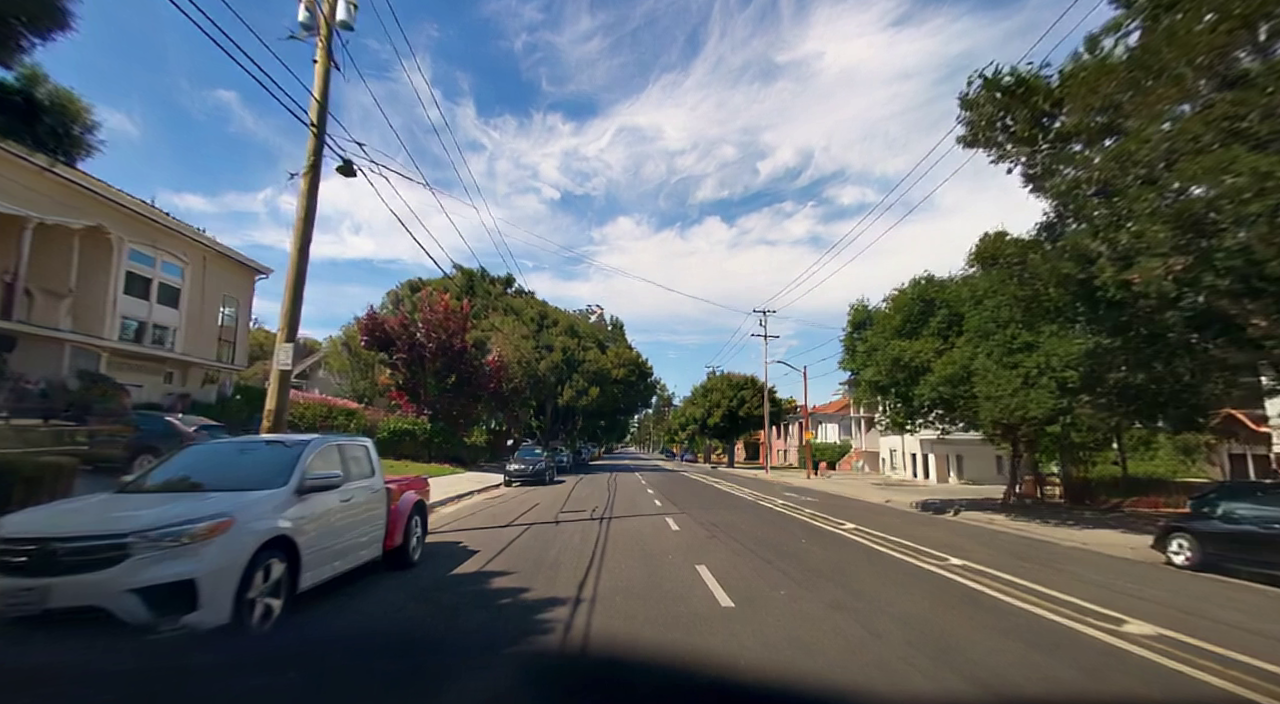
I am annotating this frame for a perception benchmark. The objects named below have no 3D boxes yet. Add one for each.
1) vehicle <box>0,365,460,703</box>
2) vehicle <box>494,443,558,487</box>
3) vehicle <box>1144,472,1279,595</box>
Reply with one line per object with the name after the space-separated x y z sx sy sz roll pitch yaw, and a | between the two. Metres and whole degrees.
-3.594 1.414 6.059 2.127 1.901 5.510 0 -8 0 | vehicle
-4.377 4.405 24.945 1.825 1.542 4.715 1 -8 -2 | vehicle
9.445 2.549 8.286 1.921 1.523 4.426 8 -9 -4 | vehicle
